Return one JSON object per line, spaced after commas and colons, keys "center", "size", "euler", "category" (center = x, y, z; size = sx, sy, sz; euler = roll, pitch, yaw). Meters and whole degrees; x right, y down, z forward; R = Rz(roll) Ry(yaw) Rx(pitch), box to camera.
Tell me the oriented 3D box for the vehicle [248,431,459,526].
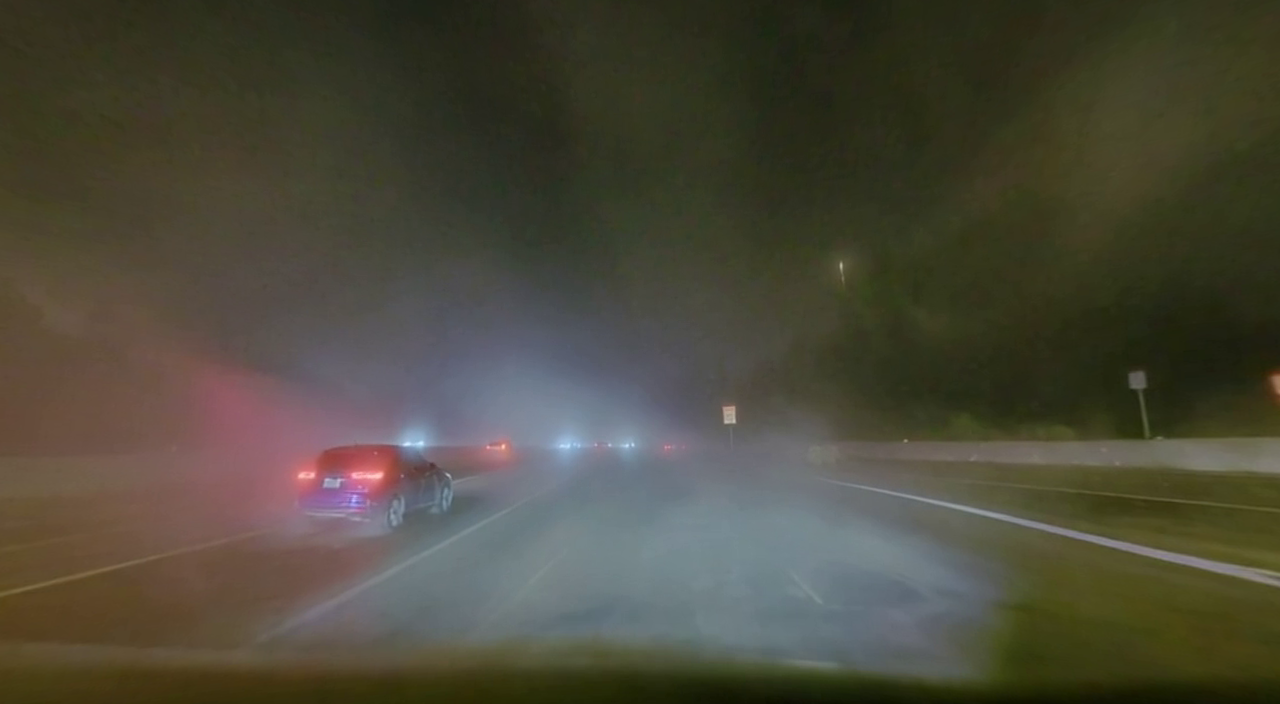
{"center": [-5.090, 2.303, 12.060], "size": [1.981, 1.465, 4.334], "euler": [0, -9, 0], "category": "vehicle"}
